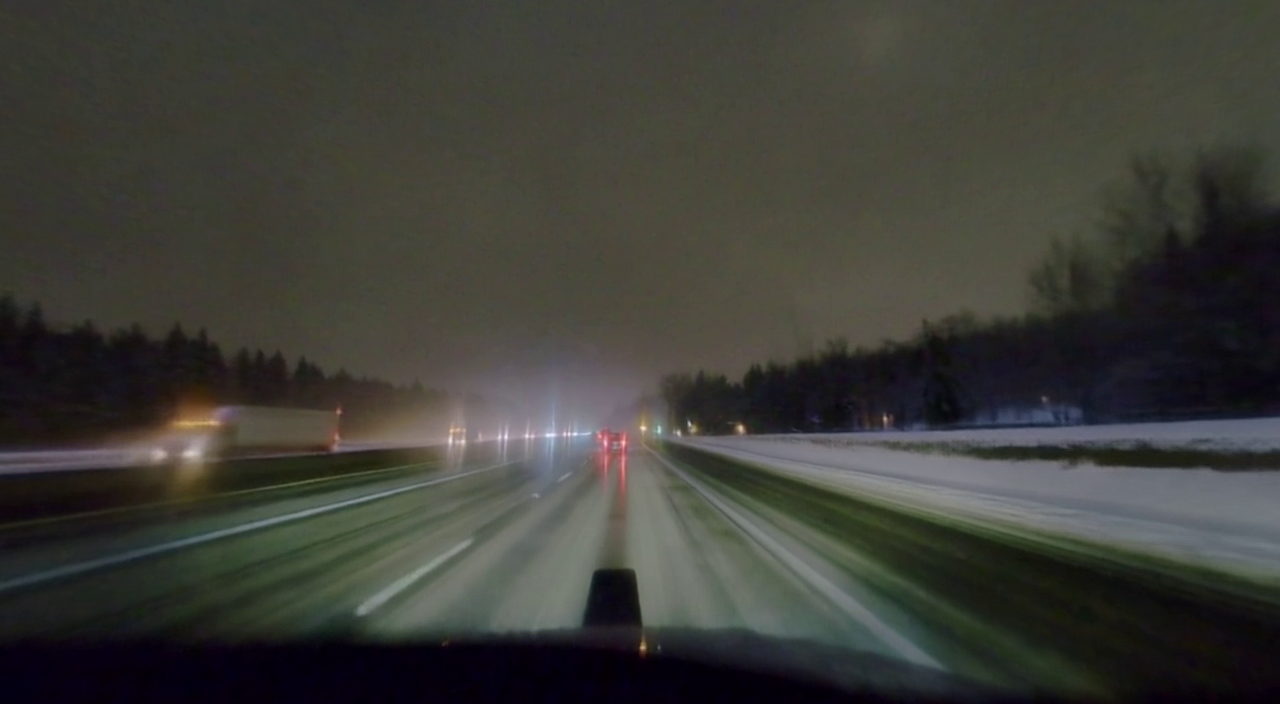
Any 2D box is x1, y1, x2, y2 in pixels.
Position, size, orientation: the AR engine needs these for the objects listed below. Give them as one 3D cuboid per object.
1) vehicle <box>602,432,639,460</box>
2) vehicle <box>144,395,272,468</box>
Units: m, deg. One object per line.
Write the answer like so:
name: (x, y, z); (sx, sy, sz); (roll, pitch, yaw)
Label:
vehicle: (-1.077, 5.214, 35.202); (1.948, 1.470, 3.913); (0, -8, -2)
vehicle: (-24.230, 4.523, 35.734); (2.958, 3.757, 5.987); (0, -8, -1)
